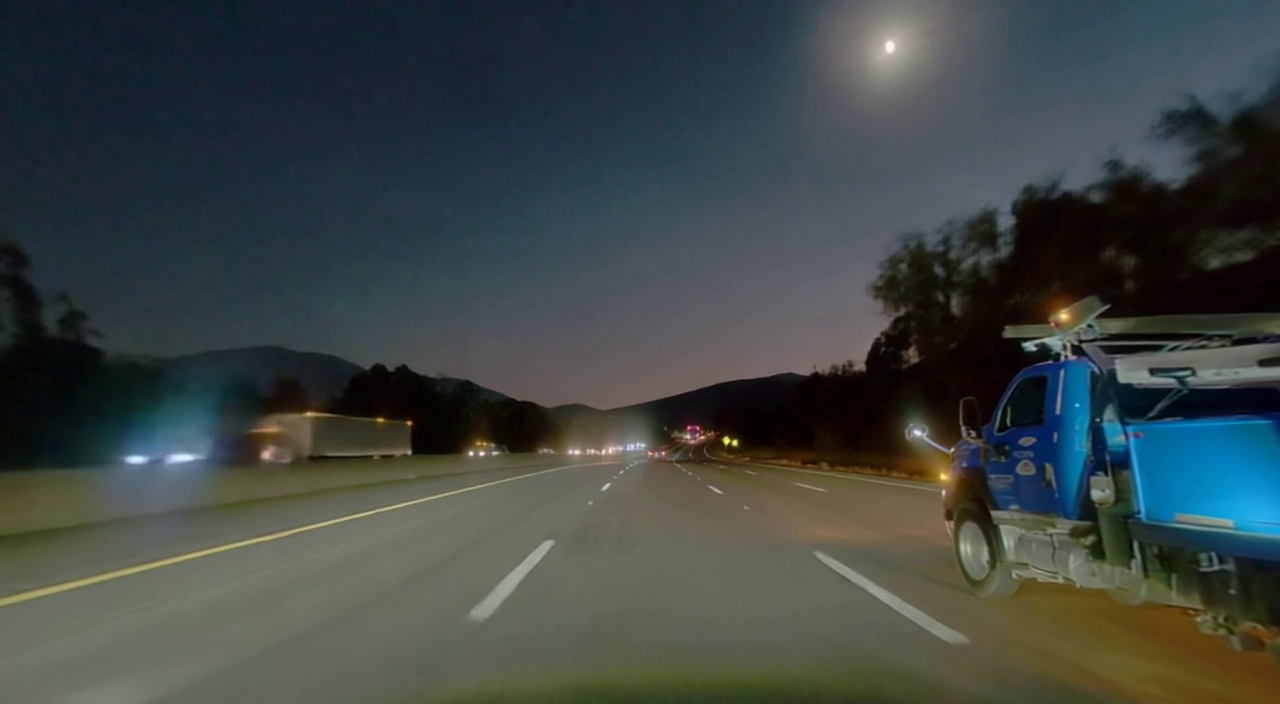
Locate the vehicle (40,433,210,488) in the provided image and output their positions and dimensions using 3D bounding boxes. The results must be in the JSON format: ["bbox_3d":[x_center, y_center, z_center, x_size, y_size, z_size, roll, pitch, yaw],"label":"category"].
[{"bbox_3d":[-17.974,3.813,22.298,1.965,1.724,4.640,0,-9,2],"label":"vehicle"}]

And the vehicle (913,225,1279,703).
[{"bbox_3d":[3.729,0.609,2.200,2.538,2.228,6.370,0,-9,-1],"label":"vehicle"}]

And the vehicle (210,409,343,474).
[{"bbox_3d":[-21.345,5.383,37.595,2.966,3.493,7.870,0,-9,1],"label":"vehicle"}]
